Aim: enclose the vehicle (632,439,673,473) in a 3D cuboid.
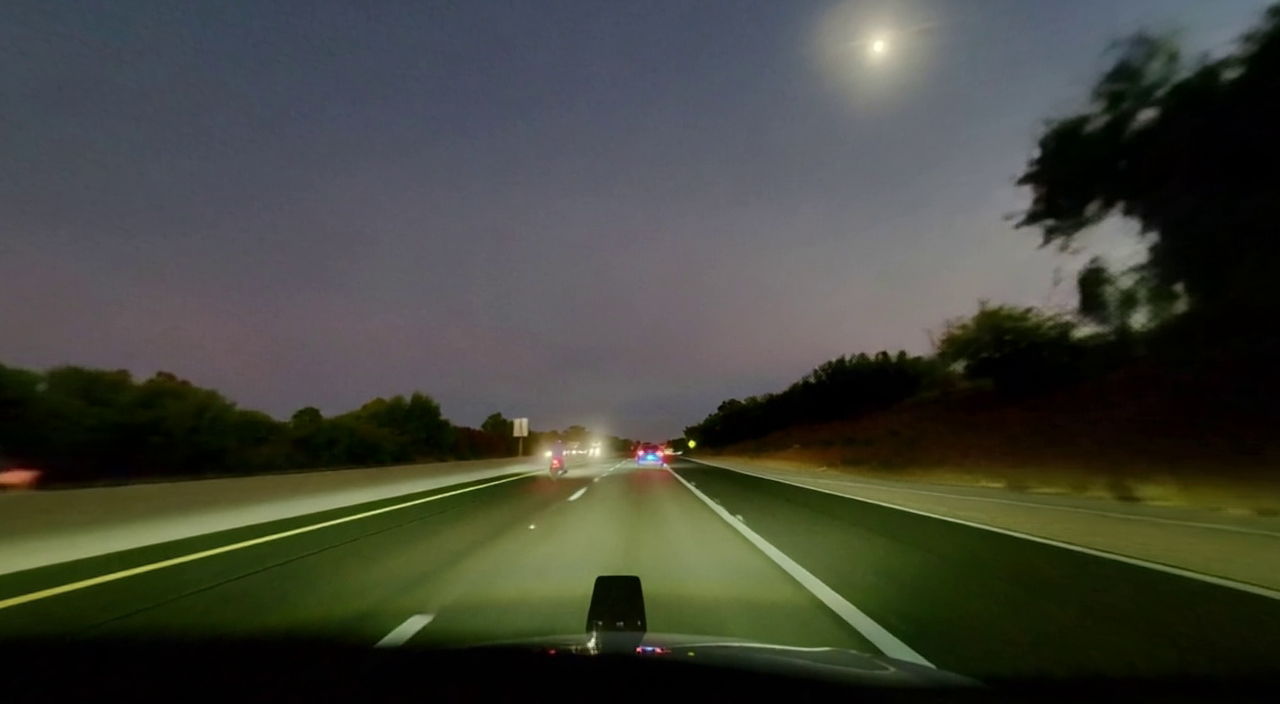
[{"bbox_3d":[0.714,6.026,36.622,2.247,1.825,4.036,0,-9,1],"label":"vehicle"}]
